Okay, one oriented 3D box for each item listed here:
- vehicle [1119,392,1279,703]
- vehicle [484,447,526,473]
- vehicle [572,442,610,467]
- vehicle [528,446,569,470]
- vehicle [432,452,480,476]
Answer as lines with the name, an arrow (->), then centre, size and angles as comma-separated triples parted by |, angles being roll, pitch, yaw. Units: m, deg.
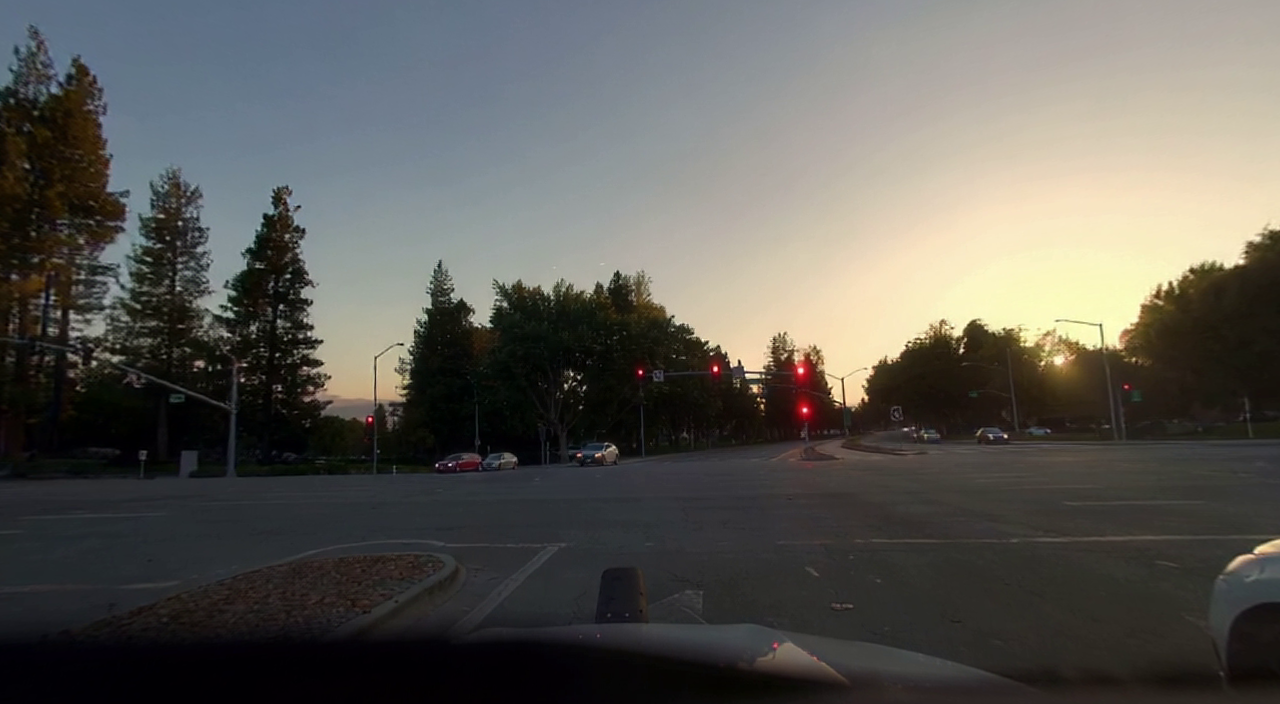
vehicle -> 3.063, 0.619, 0.423 | 1.978, 1.468, 4.544 | 0, -9, 1
vehicle -> -9.770, 7.839, 45.938 | 2.064, 1.725, 4.243 | 0, -9, 1
vehicle -> -3.526, 7.461, 45.997 | 2.215, 1.732, 4.684 | -1, -9, 3
vehicle -> -6.540, 7.603, 45.484 | 2.126, 1.657, 4.307 | 0, -9, 2
vehicle -> -13.379, 8.118, 45.987 | 2.101, 1.637, 4.304 | 0, -9, 1
